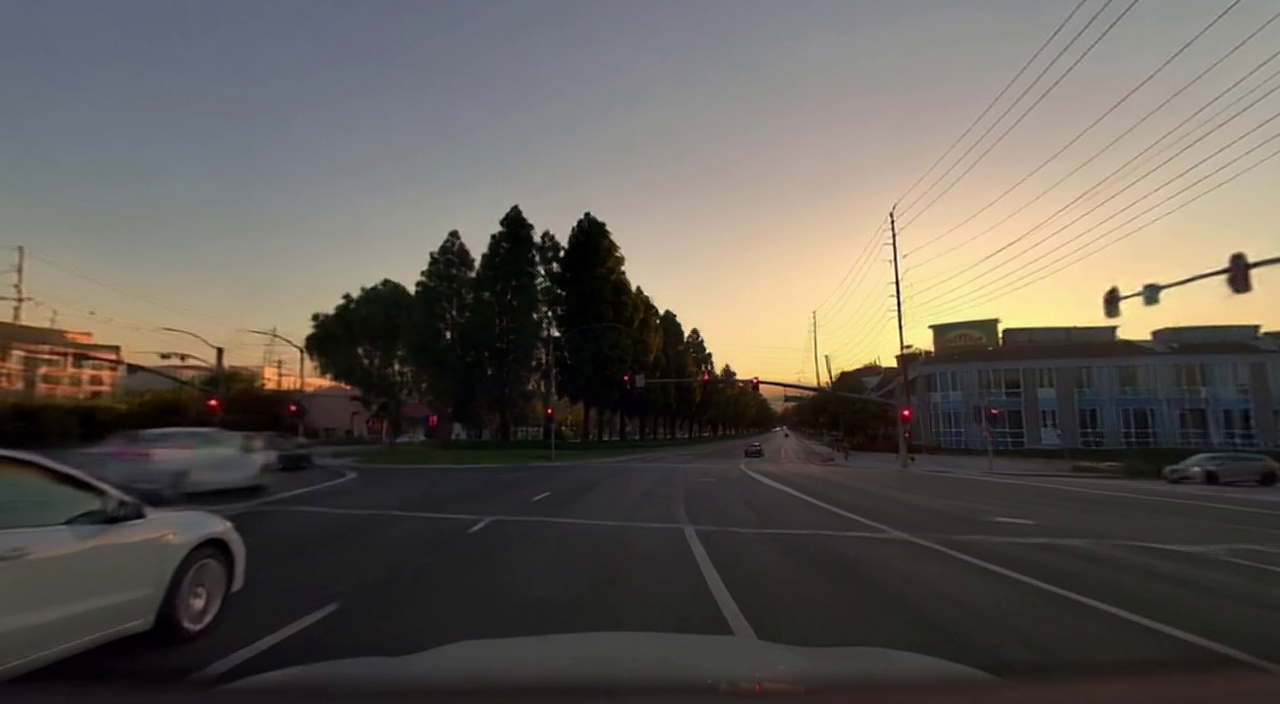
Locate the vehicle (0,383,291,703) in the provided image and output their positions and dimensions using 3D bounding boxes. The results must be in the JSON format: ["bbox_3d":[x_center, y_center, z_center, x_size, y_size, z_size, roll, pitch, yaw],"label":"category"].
[{"bbox_3d":[-3.268,0.811,1.988,1.934,1.463,4.220,0,-8,0],"label":"vehicle"}]

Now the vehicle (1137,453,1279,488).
[{"bbox_3d":[25.248,5.207,27.952,4.636,1.433,1.930,-2,-9,9],"label":"vehicle"}]
